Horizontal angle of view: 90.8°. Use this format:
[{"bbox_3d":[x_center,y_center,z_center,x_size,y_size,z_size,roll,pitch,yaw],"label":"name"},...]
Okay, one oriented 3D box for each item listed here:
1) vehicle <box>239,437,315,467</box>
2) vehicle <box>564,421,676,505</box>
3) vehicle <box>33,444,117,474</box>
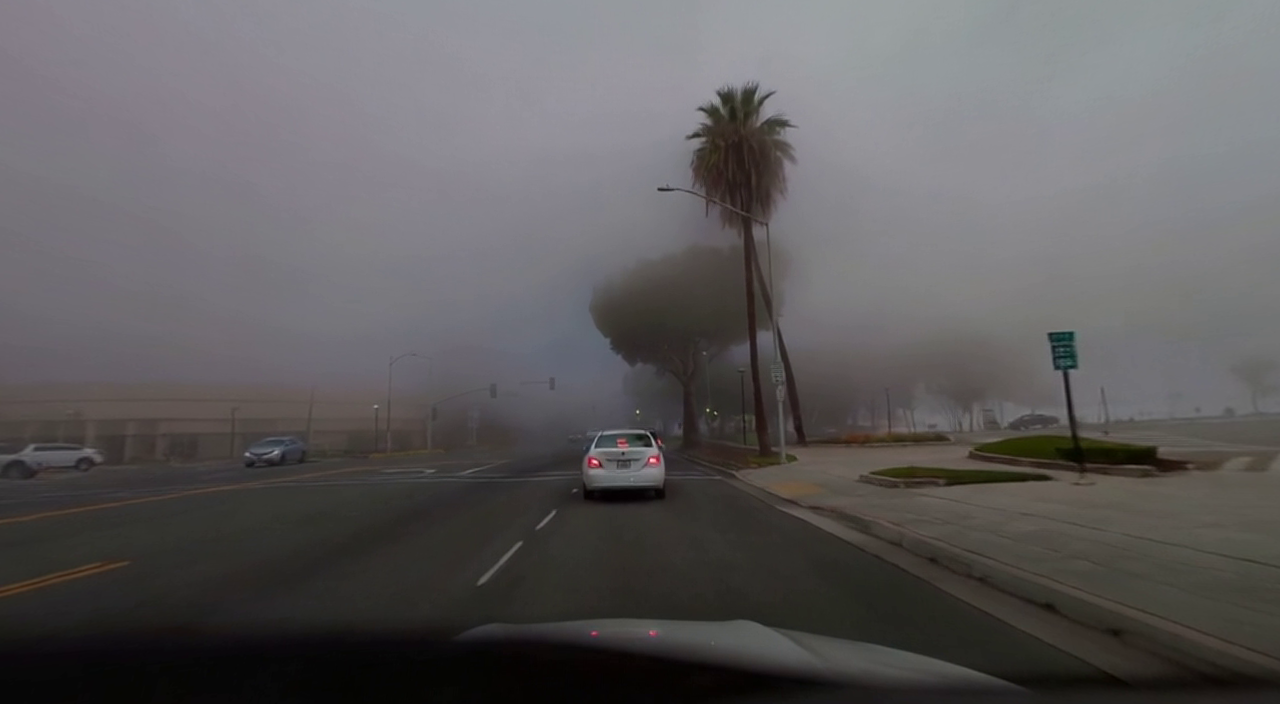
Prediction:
[{"bbox_3d":[-22.894,6.306,40.093,1.990,1.752,4.673,0,-8,0],"label":"vehicle"},{"bbox_3d":[-0.358,2.324,13.617,2.060,1.526,3.859,0,-8,0],"label":"vehicle"},{"bbox_3d":[-36.200,6.809,40.615,1.757,1.803,4.000,0,-8,-2],"label":"vehicle"}]
